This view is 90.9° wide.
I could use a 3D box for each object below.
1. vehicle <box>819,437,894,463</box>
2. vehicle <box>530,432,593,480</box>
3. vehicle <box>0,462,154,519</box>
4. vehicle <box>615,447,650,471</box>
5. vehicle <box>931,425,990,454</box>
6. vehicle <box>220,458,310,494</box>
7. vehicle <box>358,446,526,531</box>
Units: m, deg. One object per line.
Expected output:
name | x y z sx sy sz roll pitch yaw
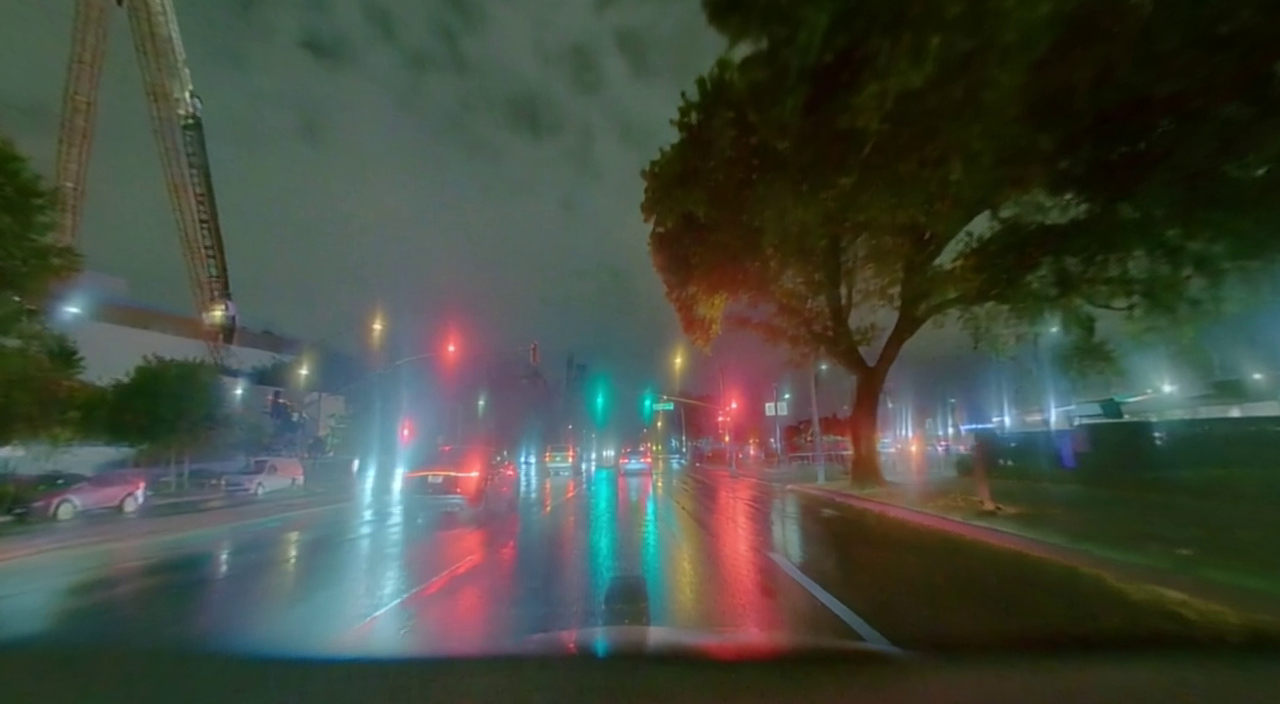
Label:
vehicle | 13.348 6.031 38.952 4.061 1.465 1.803 2 -8 -18
vehicle | -3.578 4.847 29.593 2.240 2.054 4.662 0 -9 1
vehicle | -19.466 4.563 21.253 1.993 1.552 5.039 -1 -9 2
vehicle | -0.434 6.950 41.207 2.171 1.422 4.146 0 -9 0
vehicle | 23.378 6.393 45.813 2.304 1.936 5.023 -9 -12 43
vehicle | -19.449 6.418 32.950 1.965 1.539 4.461 -5 -9 1
vehicle | -3.748 2.657 12.944 1.959 1.406 4.527 0 -9 0
